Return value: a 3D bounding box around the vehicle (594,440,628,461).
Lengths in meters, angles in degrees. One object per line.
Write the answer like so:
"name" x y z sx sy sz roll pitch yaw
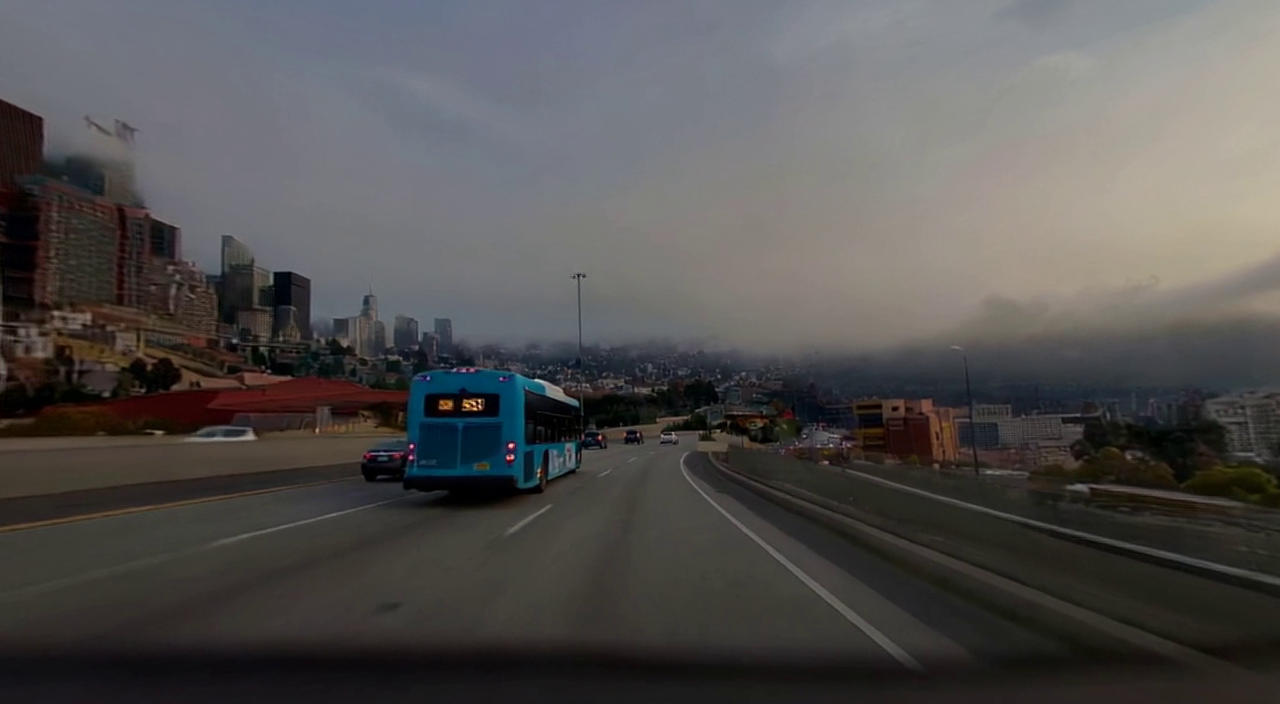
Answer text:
"vehicle" -2.104 7.399 47.334 1.928 1.455 4.361 -1 -9 5

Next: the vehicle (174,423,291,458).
"vehicle" -23.039 5.100 35.998 2.250 1.799 5.791 -2 -9 8

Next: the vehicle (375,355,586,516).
"vehicle" -3.320 2.160 15.974 2.888 2.944 8.373 1 -8 2
